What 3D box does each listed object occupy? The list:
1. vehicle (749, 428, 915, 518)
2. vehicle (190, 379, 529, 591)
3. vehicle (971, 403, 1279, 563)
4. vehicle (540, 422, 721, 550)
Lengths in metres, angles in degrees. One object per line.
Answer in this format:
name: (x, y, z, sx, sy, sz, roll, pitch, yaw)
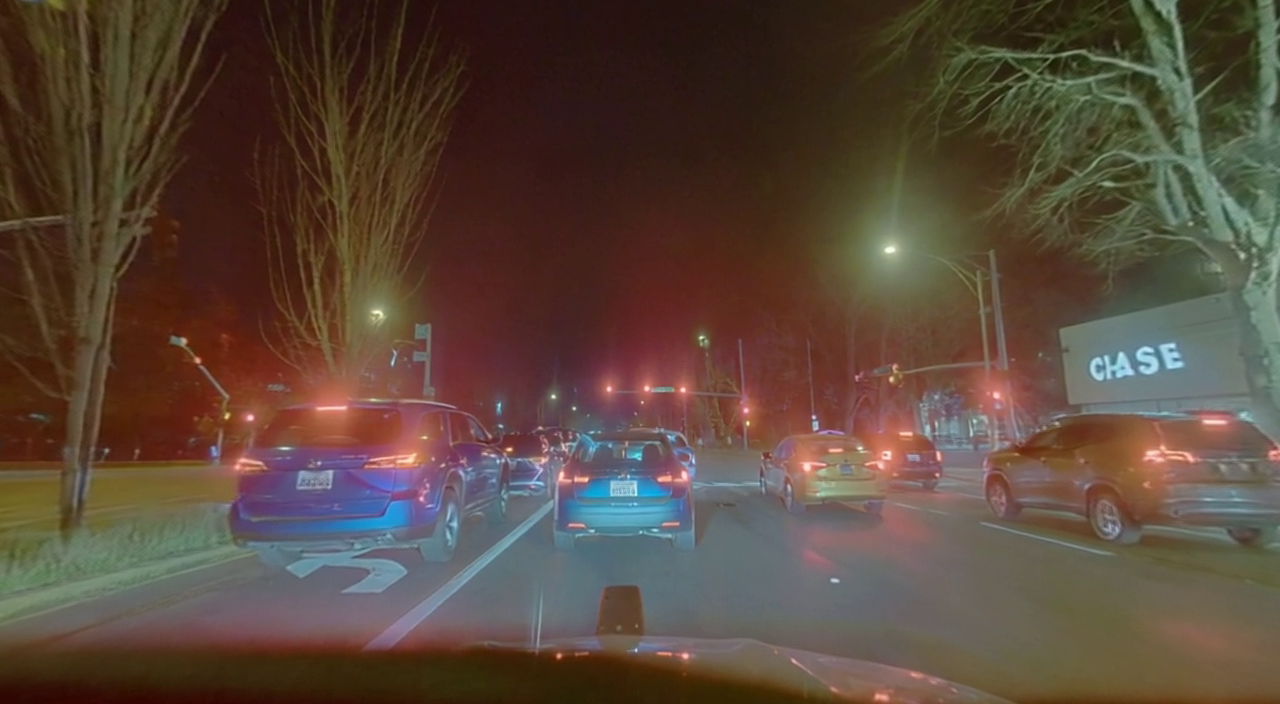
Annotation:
vehicle: (3.578, 2.337, 12.744, 1.861, 1.473, 4.393, 0, -8, -2)
vehicle: (-2.849, 1.495, 7.917, 2.064, 1.825, 4.760, 0, -8, 0)
vehicle: (7.247, 1.777, 9.345, 2.068, 1.731, 4.752, 0, -8, 0)
vehicle: (-0.145, 1.859, 9.421, 2.097, 1.480, 4.006, 0, -8, -1)
